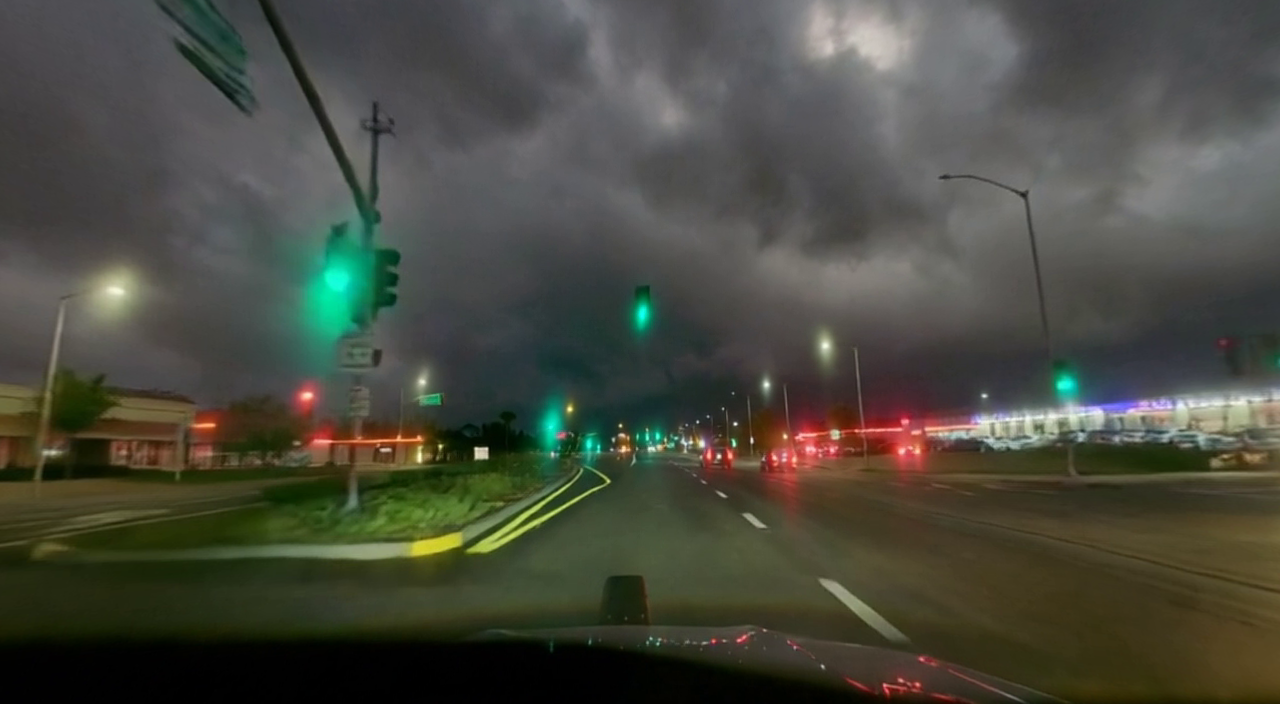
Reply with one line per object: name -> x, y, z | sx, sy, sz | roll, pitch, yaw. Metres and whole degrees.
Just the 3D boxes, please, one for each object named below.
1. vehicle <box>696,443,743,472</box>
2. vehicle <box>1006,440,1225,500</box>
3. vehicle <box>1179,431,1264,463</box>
vehicle -> 4.362, 5.854, 35.176 | 2.038, 1.528, 4.259 | 0, -8, 0
vehicle -> 13.051, 3.194, 17.515 | 4.581, 1.434, 1.893 | -8, -11, 41
vehicle -> 34.809, 5.665, 37.938 | 2.013, 1.505, 5.690 | -8, -8, 25
